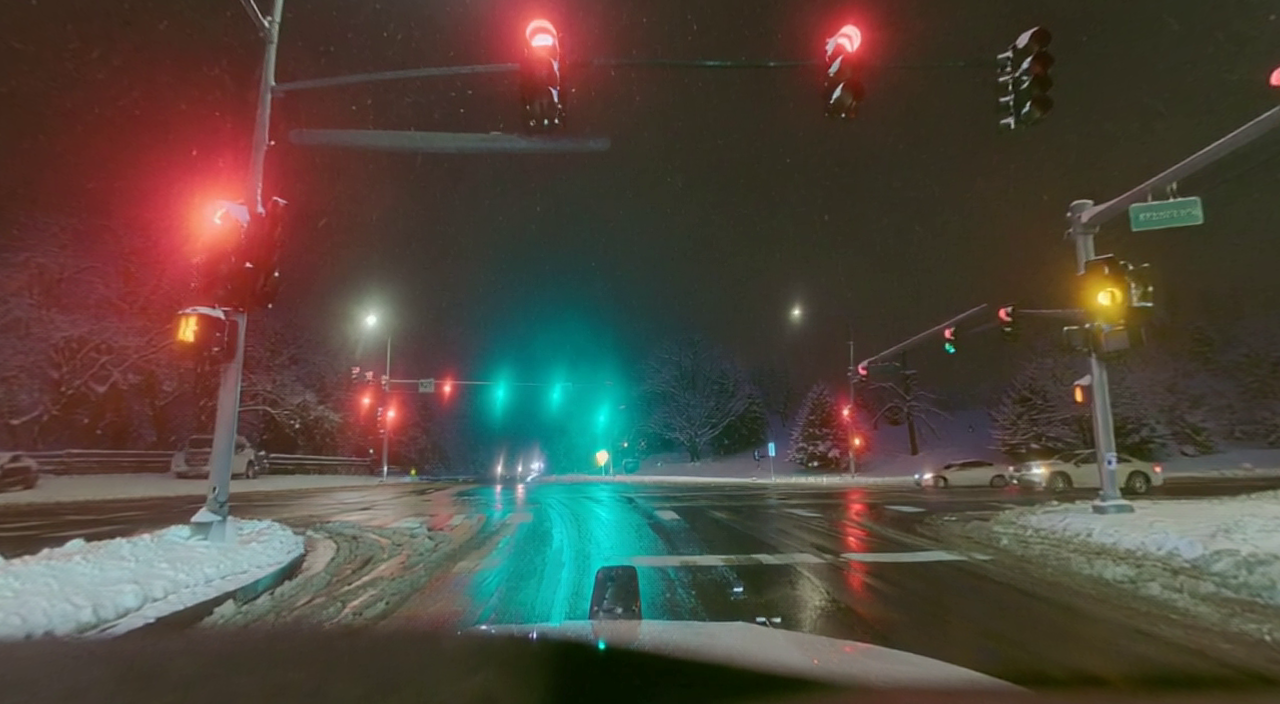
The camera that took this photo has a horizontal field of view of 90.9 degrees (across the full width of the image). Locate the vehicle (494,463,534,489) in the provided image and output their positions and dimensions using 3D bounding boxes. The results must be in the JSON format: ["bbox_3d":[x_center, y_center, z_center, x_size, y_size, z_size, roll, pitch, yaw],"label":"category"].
[{"bbox_3d":[-9.036,8.890,45.488,2.045,1.608,3.709,0,-8,1],"label":"vehicle"}]

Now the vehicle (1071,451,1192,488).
[{"bbox_3d":[22.695,5.460,29.181,3.998,1.590,1.936,1,-11,-6],"label":"vehicle"}]

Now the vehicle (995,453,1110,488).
[{"bbox_3d":[21.185,6.104,32.486,4.455,1.647,2.124,1,-11,-6],"label":"vehicle"}]

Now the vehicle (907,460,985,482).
[{"bbox_3d":[21.539,8.420,44.466,4.555,1.474,1.914,-8,-14,37],"label":"vehicle"}]
